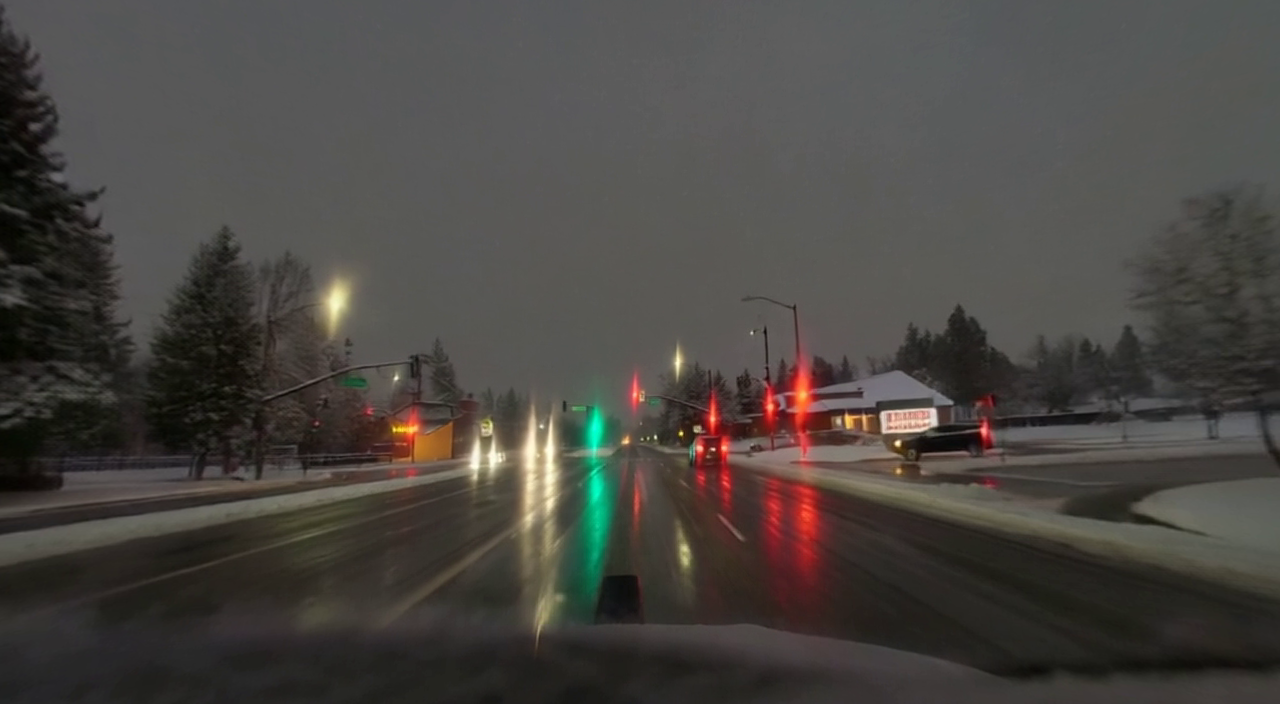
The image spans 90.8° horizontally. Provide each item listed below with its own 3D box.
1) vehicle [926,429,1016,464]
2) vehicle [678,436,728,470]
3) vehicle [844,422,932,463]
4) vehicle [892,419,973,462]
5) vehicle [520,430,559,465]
[{"bbox_3d":[14.944,4.241,28.501,3.552,1.484,1.883,4,-9,-29],"label":"vehicle"},{"bbox_3d":[3.037,4.986,31.395,1.961,1.580,4.020,0,-8,-2],"label":"vehicle"},{"bbox_3d":[13.350,4.837,33.833,5.115,1.997,2.279,6,-11,-43],"label":"vehicle"},{"bbox_3d":[14.780,4.420,31.776,2.067,1.818,4.779,-11,-11,42],"label":"vehicle"},{"bbox_3d":[-6.463,6.089,40.524,2.270,2.068,5.517,1,-8,-10],"label":"vehicle"}]
